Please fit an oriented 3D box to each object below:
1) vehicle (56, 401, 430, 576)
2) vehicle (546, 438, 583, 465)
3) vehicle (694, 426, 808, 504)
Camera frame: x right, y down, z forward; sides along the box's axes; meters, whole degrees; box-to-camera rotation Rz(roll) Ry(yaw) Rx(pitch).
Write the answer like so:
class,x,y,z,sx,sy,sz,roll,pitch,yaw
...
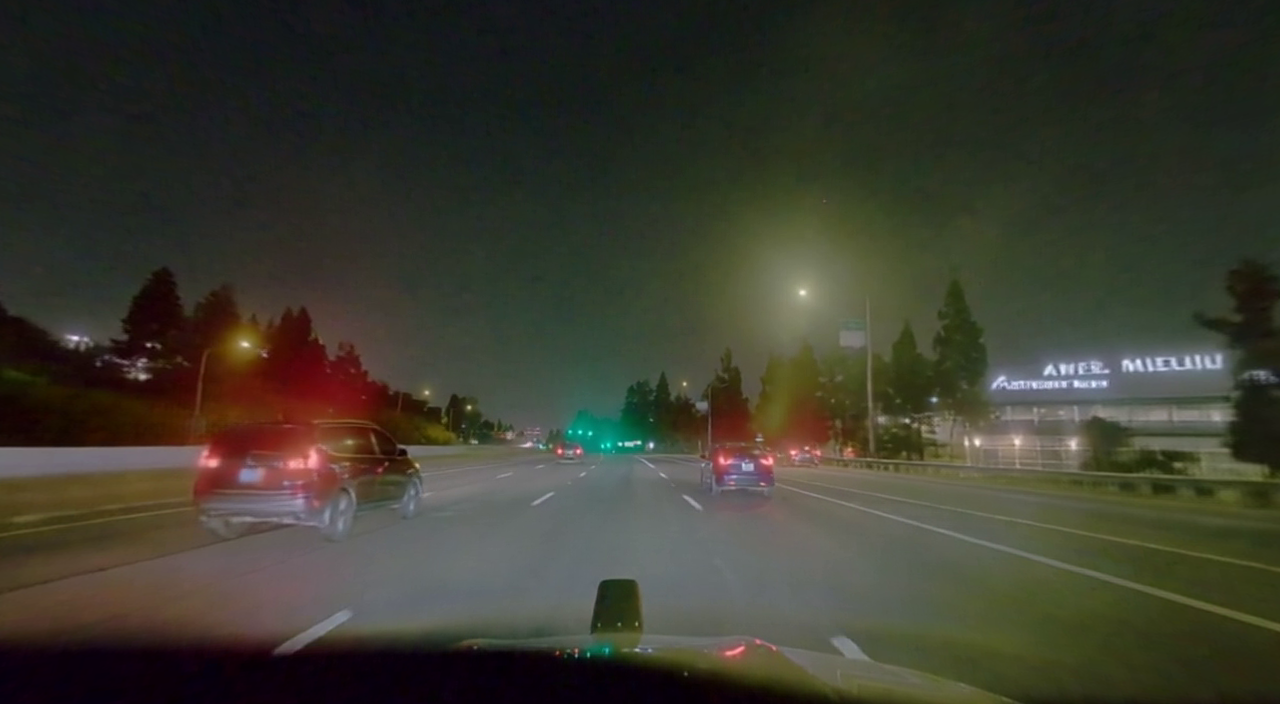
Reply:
class,x,y,z,sx,sy,sz,roll,pitch,yaw
vehicle,-4.866,1.740,8.913,2.176,1.779,4.755,0,-8,0
vehicle,-5.288,7.014,44.750,2.160,1.794,4.646,0,-8,-2
vehicle,2.620,2.786,16.025,1.997,1.686,4.247,0,-8,-2
